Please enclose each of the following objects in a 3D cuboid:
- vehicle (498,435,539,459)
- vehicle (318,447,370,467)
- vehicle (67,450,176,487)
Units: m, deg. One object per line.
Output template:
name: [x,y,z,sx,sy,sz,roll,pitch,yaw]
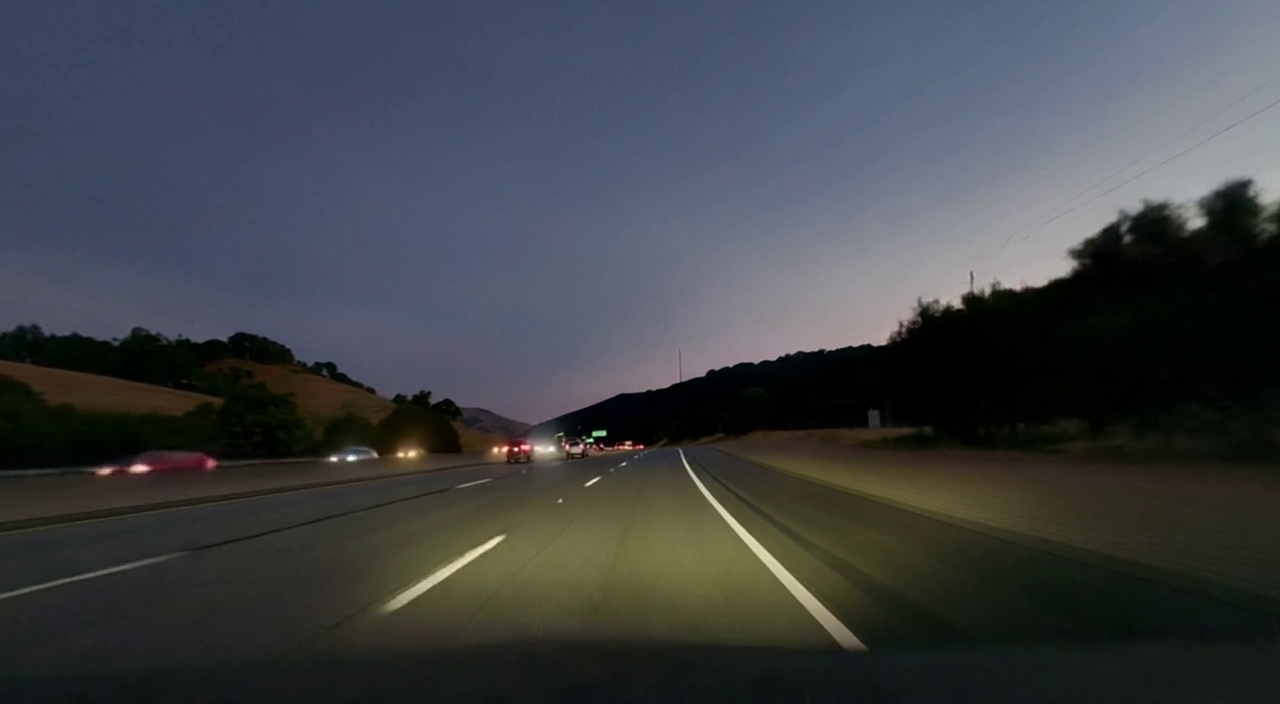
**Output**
vehicle: [-9.400,7.374,48.864,2.063,1.743,4.392,-1,-8,3]
vehicle: [-23.057,8.177,49.064,1.830,1.402,4.168,0,-9,4]
vehicle: [-20.977,4.697,25.549,1.517,1.341,3.268,-1,-8,3]
